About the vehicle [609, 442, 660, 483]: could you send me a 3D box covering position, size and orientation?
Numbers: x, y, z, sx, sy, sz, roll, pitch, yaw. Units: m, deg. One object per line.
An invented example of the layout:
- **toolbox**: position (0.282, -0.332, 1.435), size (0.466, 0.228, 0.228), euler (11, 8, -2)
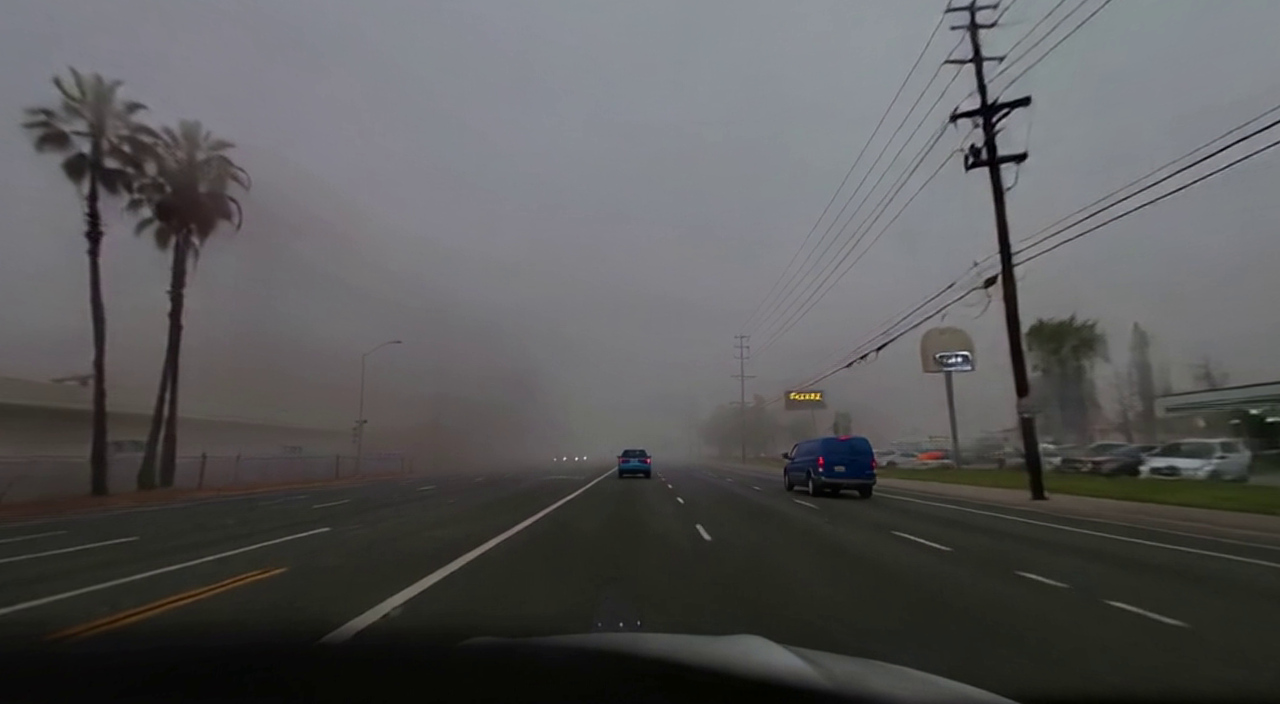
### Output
- **vehicle**: position (-0.246, 4.936, 28.342), size (2.138, 1.672, 4.168), euler (0, -9, 0)

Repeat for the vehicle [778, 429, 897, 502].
- **vehicle**: position (5.803, 3.387, 19.201), size (2.107, 1.928, 4.471), euler (0, -9, 0)

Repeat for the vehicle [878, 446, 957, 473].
- **vehicle**: position (17.604, 6.840, 40.037), size (4.008, 1.432, 1.913), euler (-4, -9, 0)

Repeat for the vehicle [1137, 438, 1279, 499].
- **vehicle**: position (17.721, 3.335, 18.323), size (4.605, 1.459, 1.968), euler (-4, -9, 4)
